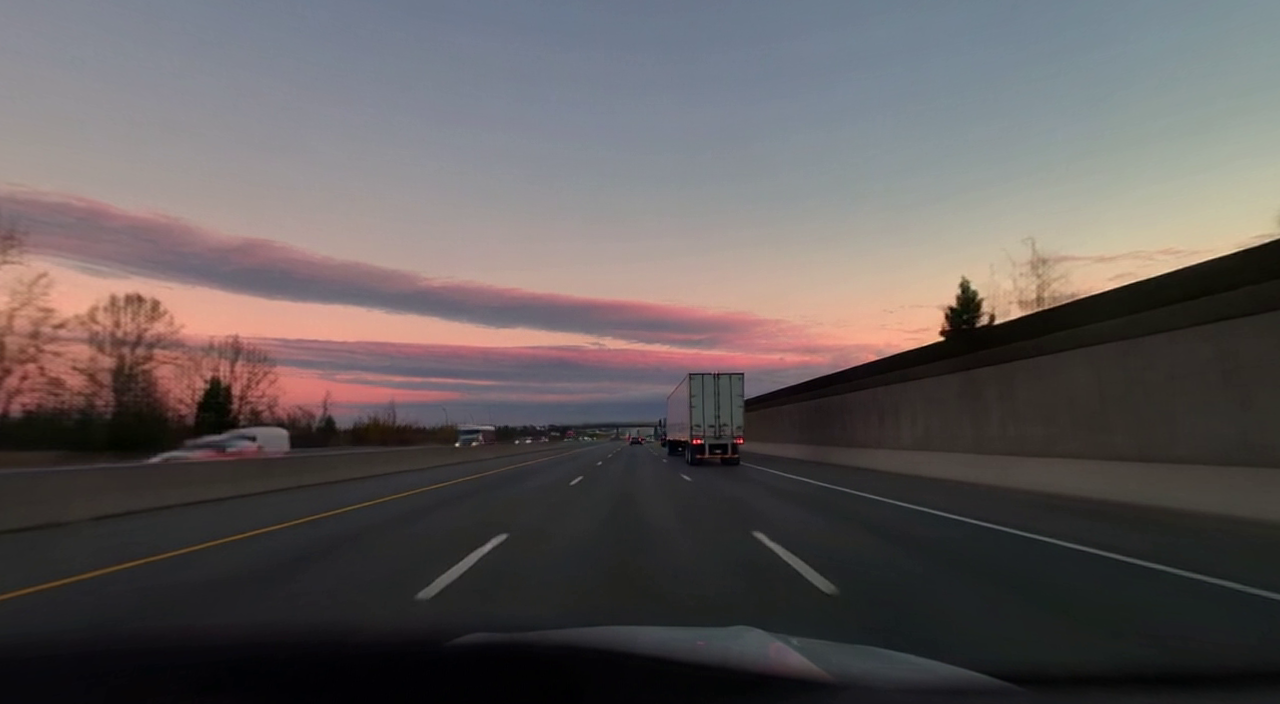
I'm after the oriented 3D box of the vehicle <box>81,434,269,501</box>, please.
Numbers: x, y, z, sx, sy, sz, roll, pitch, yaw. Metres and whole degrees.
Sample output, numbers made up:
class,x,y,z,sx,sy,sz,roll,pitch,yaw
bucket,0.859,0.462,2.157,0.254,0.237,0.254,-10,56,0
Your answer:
class,x,y,z,sx,sy,sz,roll,pitch,yaw
vehicle,-12.175,3.002,16.882,1.838,1.534,4.240,0,-8,-1

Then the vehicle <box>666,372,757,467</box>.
class,x,y,z,sx,sy,sz,roll,pitch,yaw
vehicle,3.465,3.970,35.590,2.979,4.161,15.508,1,-7,-2

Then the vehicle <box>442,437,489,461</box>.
class,x,y,z,sx,sy,sz,roll,pitch,yaw
vehicle,-12.191,6.768,44.196,1.933,1.543,4.960,0,-8,0
